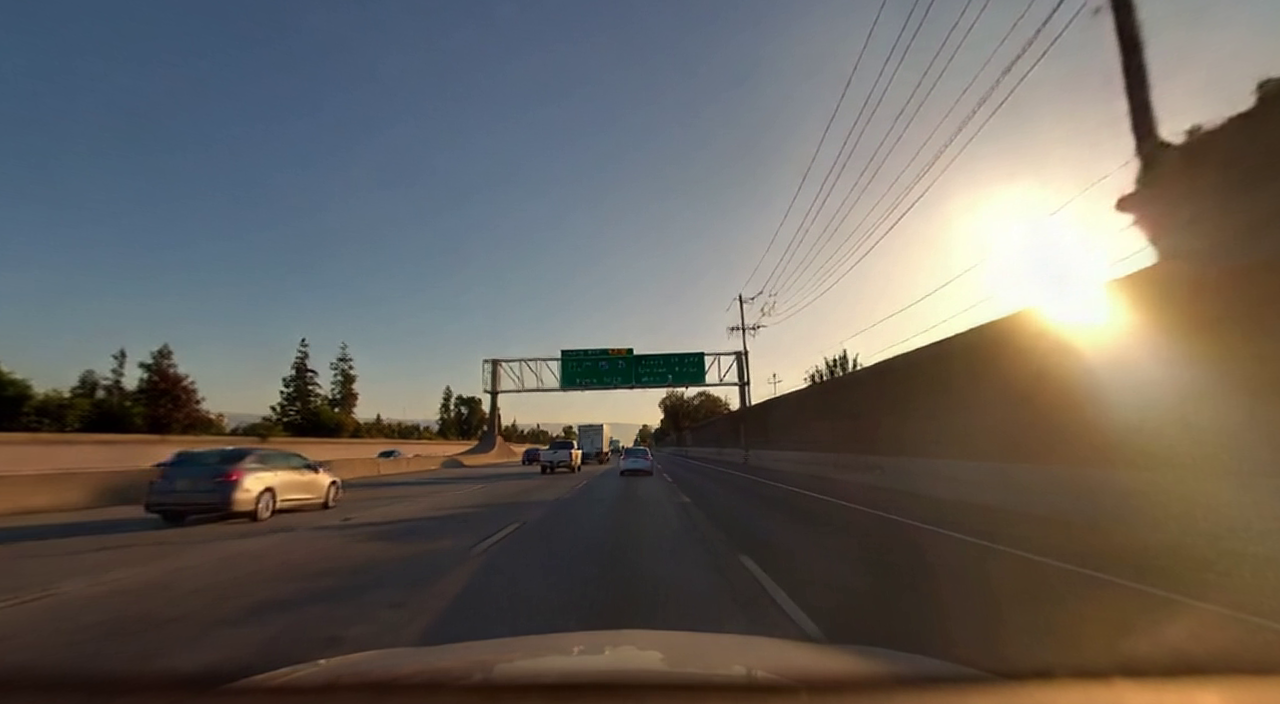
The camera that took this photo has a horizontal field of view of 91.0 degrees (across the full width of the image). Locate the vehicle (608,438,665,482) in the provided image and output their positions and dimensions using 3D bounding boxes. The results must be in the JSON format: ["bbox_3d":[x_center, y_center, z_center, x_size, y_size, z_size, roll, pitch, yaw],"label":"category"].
[{"bbox_3d":[-0.130,4.449,26.190,2.178,1.640,4.071,0,-9,0],"label":"vehicle"}]

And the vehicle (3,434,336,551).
[{"bbox_3d":[-7.301,2.194,10.605,2.025,1.510,4.582,0,-9,1],"label":"vehicle"}]

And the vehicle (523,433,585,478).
[{"bbox_3d":[-3.779,4.636,28.475,2.109,1.840,4.614,0,-9,1],"label":"vehicle"}]
